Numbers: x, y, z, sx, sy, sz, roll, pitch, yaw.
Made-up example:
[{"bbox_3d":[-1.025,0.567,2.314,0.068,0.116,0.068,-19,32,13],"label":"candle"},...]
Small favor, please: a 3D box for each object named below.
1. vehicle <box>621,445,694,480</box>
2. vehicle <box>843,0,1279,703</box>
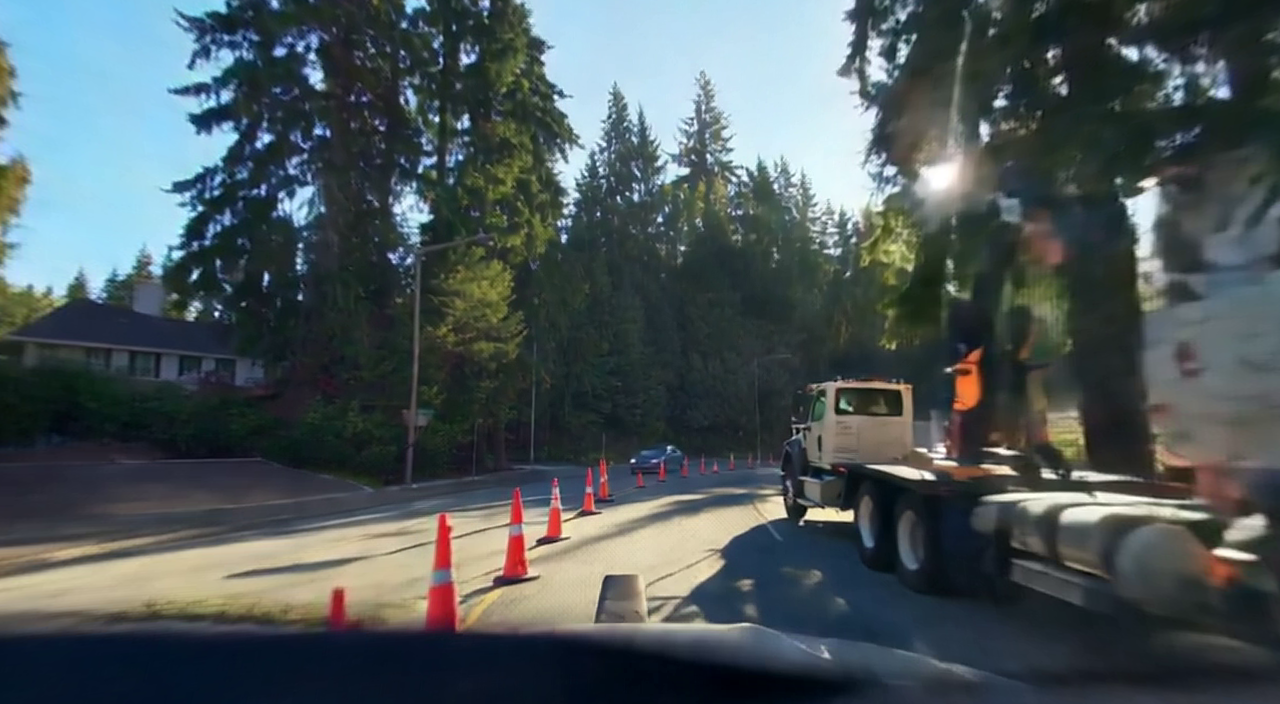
[{"bbox_3d":[0.934,5.222,30.179,1.945,1.494,4.201,-4,-10,25],"label":"vehicle"},{"bbox_3d":[3.565,0.462,4.217,2.874,2.542,4.840,0,-9,2],"label":"vehicle"}]
